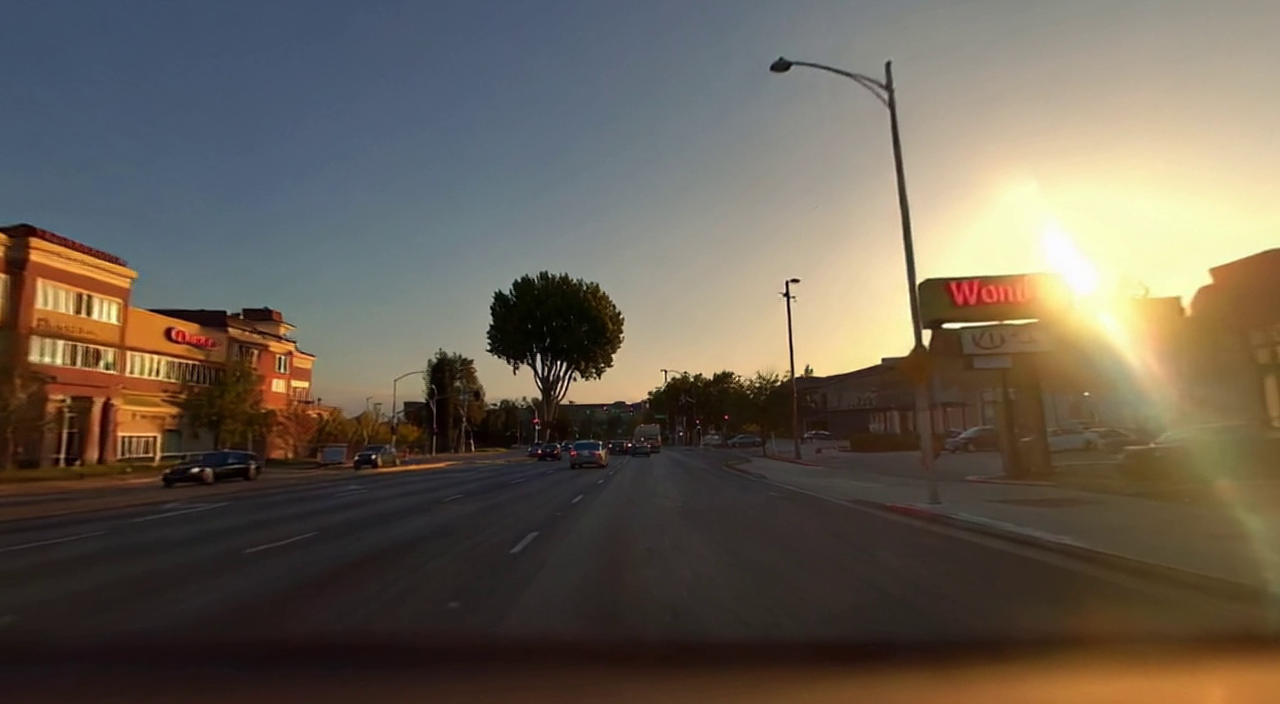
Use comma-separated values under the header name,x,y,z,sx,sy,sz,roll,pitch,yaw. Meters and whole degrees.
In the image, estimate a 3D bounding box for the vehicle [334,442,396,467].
name,x,y,z,sx,sy,sz,roll,pitch,yaw
vehicle,-20.786,7.773,48.020,2.211,1.813,4.818,-1,-9,6

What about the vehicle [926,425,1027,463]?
name,x,y,z,sx,sy,sz,roll,pitch,yaw
vehicle,14.718,4.072,28.056,2.036,1.520,5.417,-1,-8,7

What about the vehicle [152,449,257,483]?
name,x,y,z,sx,sy,sz,roll,pitch,yaw
vehicle,-20.671,5.385,30.231,1.818,1.488,4.344,-1,-9,2

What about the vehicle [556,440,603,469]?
name,x,y,z,sx,sy,sz,roll,pitch,yaw
vehicle,-3.330,5.782,35.713,2.179,1.490,4.742,0,-9,0
